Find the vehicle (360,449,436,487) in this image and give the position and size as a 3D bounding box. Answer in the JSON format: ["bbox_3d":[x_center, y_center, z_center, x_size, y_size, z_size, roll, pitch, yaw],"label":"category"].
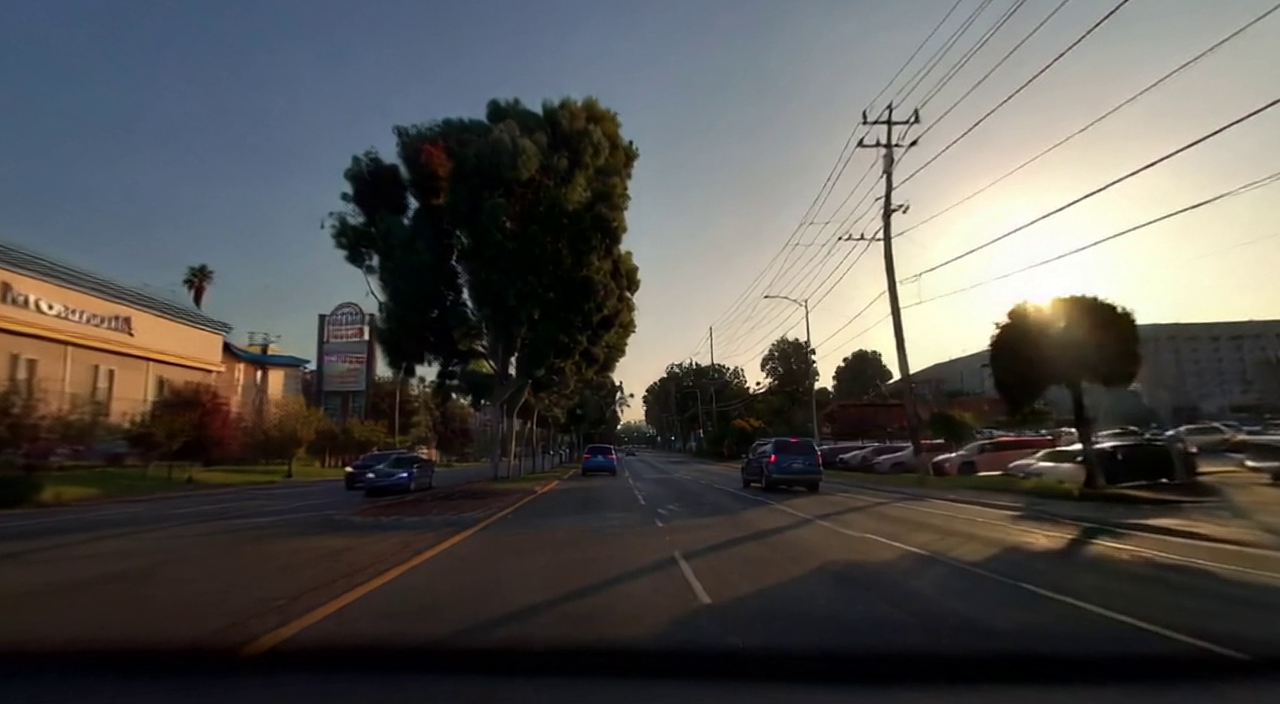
[{"bbox_3d":[-11.845,5.676,31.180,2.080,1.688,4.473,0,-9,-2],"label":"vehicle"}]

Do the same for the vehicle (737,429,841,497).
[{"bbox_3d":[4.647,3.547,20.411,2.107,1.928,4.471,0,-9,-2],"label":"vehicle"}]

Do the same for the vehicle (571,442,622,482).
[{"bbox_3d":[-1.887,4.927,28.531,2.138,1.672,4.168,0,-9,-2],"label":"vehicle"}]

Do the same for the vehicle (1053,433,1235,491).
[{"bbox_3d":[16.619,3.613,20.937,4.323,1.466,1.878,-5,-8,-1],"label":"vehicle"}]
